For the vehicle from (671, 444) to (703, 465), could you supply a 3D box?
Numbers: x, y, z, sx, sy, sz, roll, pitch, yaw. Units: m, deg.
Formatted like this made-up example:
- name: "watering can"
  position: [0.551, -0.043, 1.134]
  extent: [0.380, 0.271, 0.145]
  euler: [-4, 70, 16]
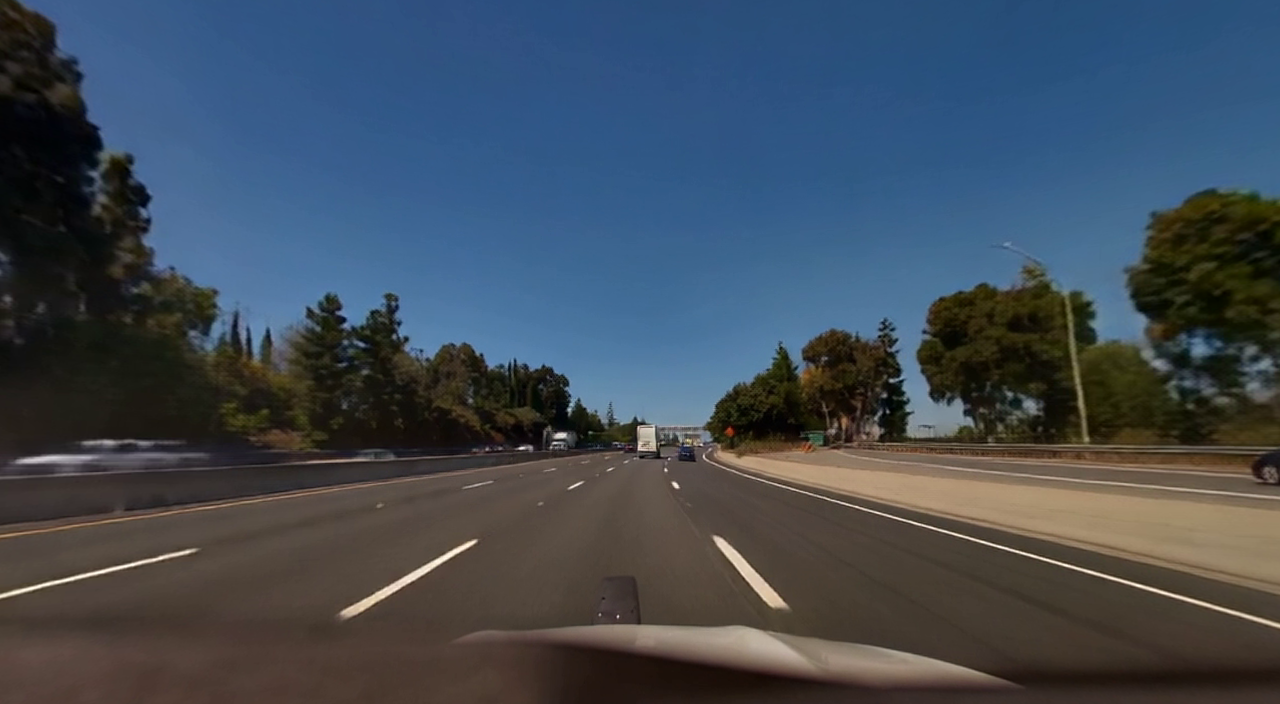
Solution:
- name: "vehicle"
  position: [3.444, 7.597, 46.931]
  extent: [2.069, 1.476, 4.197]
  euler: [0, -9, 0]

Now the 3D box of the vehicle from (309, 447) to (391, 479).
- name: "vehicle"
  position: [-14.525, 5.544, 31.924]
  extent: [1.830, 1.457, 4.506]
  euler: [-1, -9, 2]

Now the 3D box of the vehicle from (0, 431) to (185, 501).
- name: "vehicle"
  position: [-16.049, 3.180, 18.031]
  extent: [2.153, 1.671, 5.278]
  euler: [0, -9, 1]

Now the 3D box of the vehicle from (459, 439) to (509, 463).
- name: "vehicle"
  position: [-12.237, 7.835, 49.969]
  extent: [2.281, 1.743, 5.822]
  euler: [-1, -9, 2]
